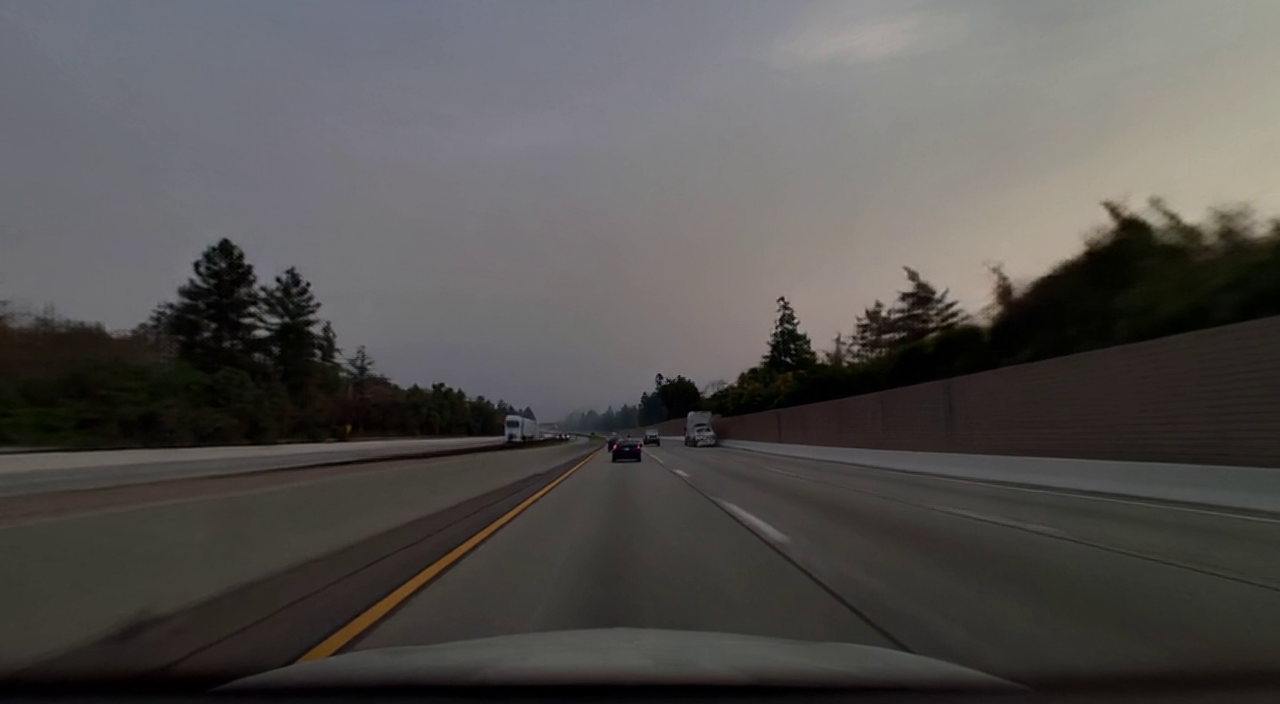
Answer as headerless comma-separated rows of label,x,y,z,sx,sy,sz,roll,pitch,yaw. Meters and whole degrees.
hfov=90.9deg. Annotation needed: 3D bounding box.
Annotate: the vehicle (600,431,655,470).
vehicle,-0.551,4.126,26.613,2.119,1.480,4.000,0,-8,-2
